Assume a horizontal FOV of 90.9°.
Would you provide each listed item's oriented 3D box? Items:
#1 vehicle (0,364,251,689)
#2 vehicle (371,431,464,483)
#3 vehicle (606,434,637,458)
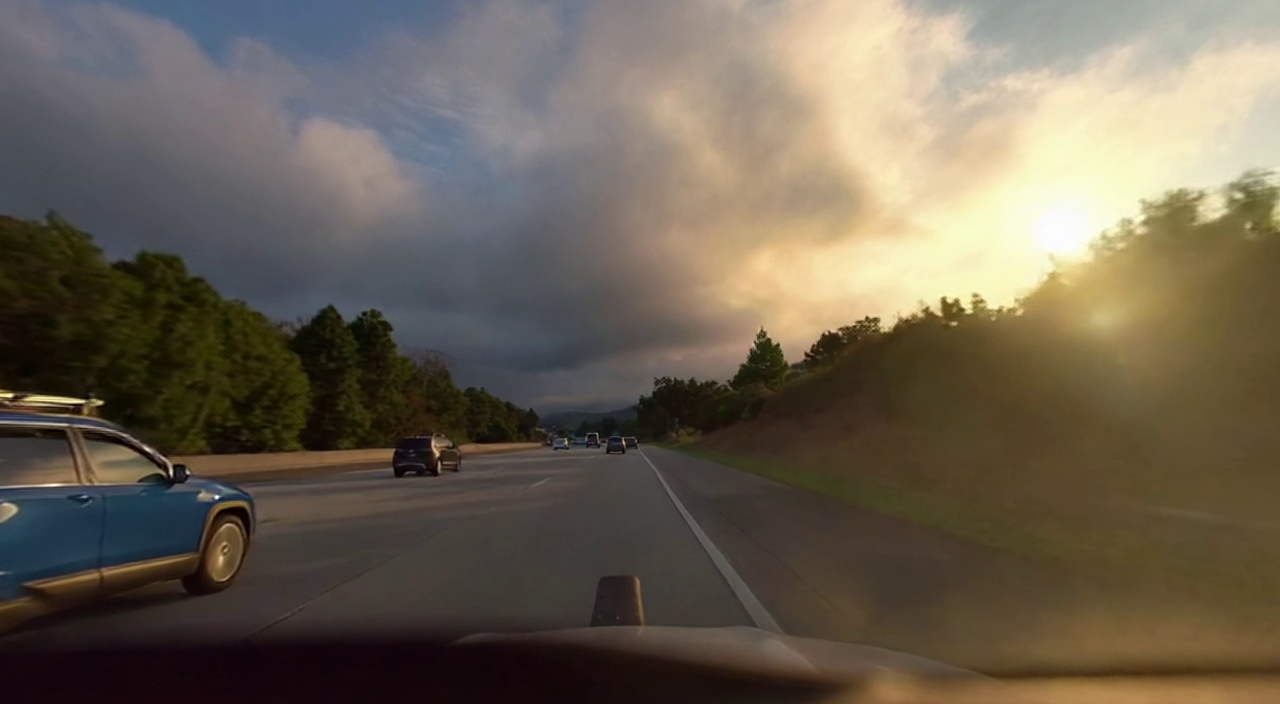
[{"bbox_3d":[-4.513,0.937,3.285,2.069,1.748,4.652,0,-8,-1],"label":"vehicle"},{"bbox_3d":[-8.209,3.878,23.685,1.964,1.745,4.338,0,-8,-1],"label":"vehicle"},{"bbox_3d":[-1.302,6.846,46.173,2.178,1.658,3.916,0,-8,-1],"label":"vehicle"}]
